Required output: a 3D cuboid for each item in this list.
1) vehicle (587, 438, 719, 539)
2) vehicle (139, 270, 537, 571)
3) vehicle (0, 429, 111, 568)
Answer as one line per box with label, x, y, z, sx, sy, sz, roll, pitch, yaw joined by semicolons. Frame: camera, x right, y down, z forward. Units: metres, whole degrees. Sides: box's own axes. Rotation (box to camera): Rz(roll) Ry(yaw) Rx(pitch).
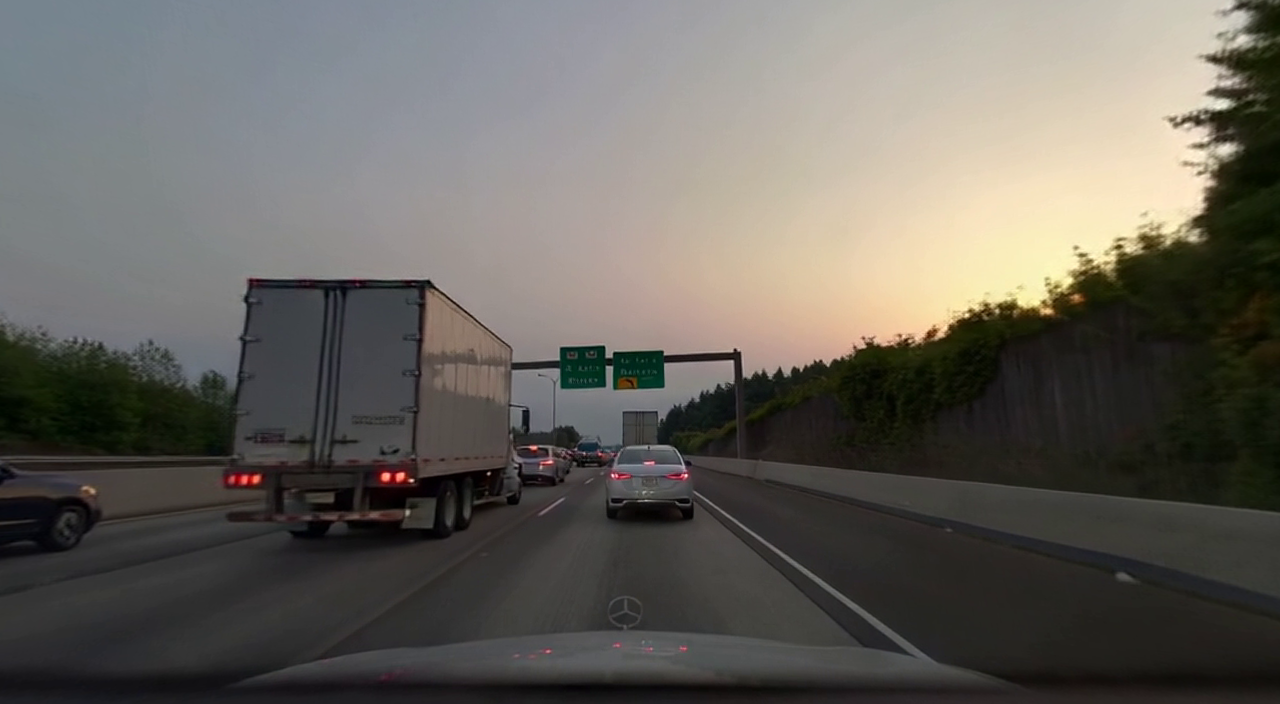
vehicle;0.195;2.340;11.297;1.995;1.495;3.380;0;-9;0
vehicle;-3.886;1.307;10.801;2.832;3.293;7.782;0;-9;1
vehicle;-7.864;1.458;5.962;1.824;1.489;4.422;0;-9;1
